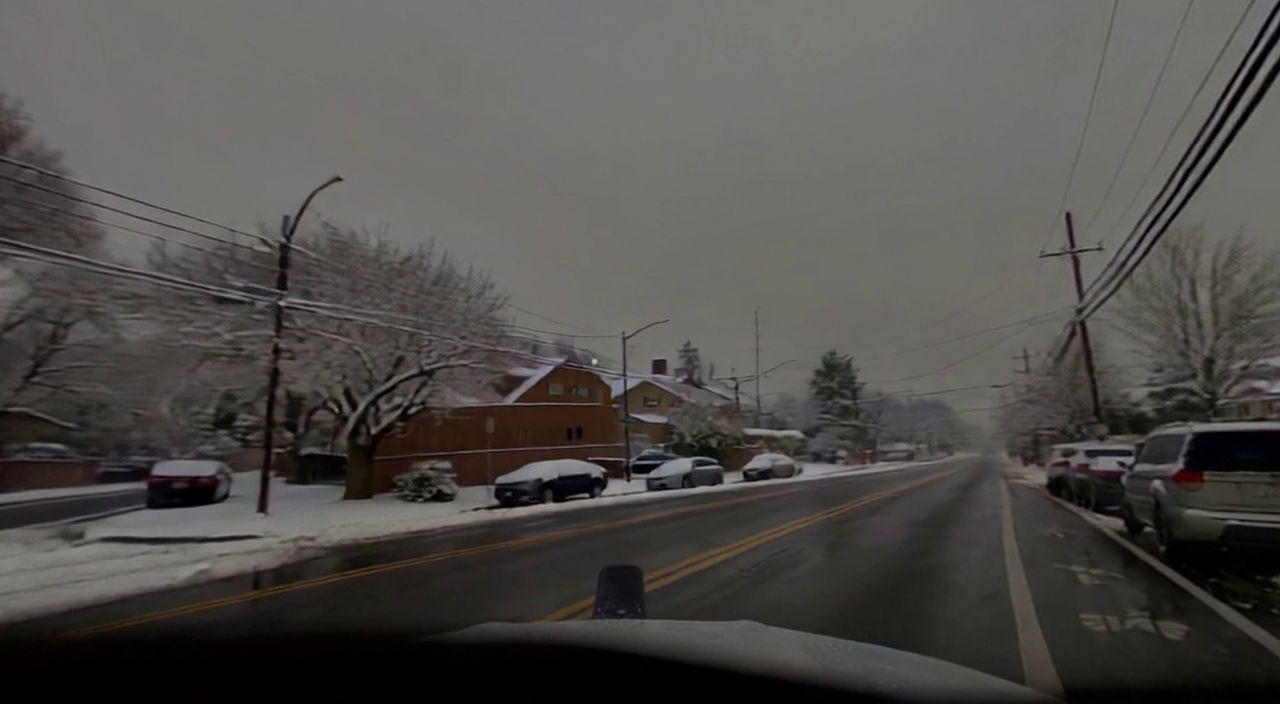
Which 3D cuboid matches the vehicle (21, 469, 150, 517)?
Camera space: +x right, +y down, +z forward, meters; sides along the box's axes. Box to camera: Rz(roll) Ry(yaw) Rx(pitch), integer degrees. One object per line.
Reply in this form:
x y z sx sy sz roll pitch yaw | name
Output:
-26.132 6.625 30.090 2.287 1.830 5.343 2 -9 -14 | vehicle

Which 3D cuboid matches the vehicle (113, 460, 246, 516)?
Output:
-15.458 4.535 21.554 1.981 1.579 4.446 2 -9 -13 | vehicle

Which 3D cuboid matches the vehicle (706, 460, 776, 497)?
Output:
5.873 7.135 36.103 2.089 1.837 5.499 -5 -10 29 | vehicle

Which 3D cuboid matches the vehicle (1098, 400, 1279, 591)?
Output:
8.089 1.768 8.569 2.199 1.885 5.461 -5 -10 28 | vehicle

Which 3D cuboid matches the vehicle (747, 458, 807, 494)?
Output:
9.015 8.008 41.222 2.282 2.060 5.738 -5 -10 27 | vehicle

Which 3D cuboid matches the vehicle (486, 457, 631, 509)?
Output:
-2.593 4.458 21.430 2.136 1.431 5.197 -10 -15 29 | vehicle

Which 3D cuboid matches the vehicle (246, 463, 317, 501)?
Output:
-18.157 6.570 32.204 1.989 1.683 3.918 2 -9 -13 | vehicle

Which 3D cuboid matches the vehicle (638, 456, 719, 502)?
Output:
1.867 5.734 28.930 1.937 1.837 4.414 -5 -10 29 | vehicle
